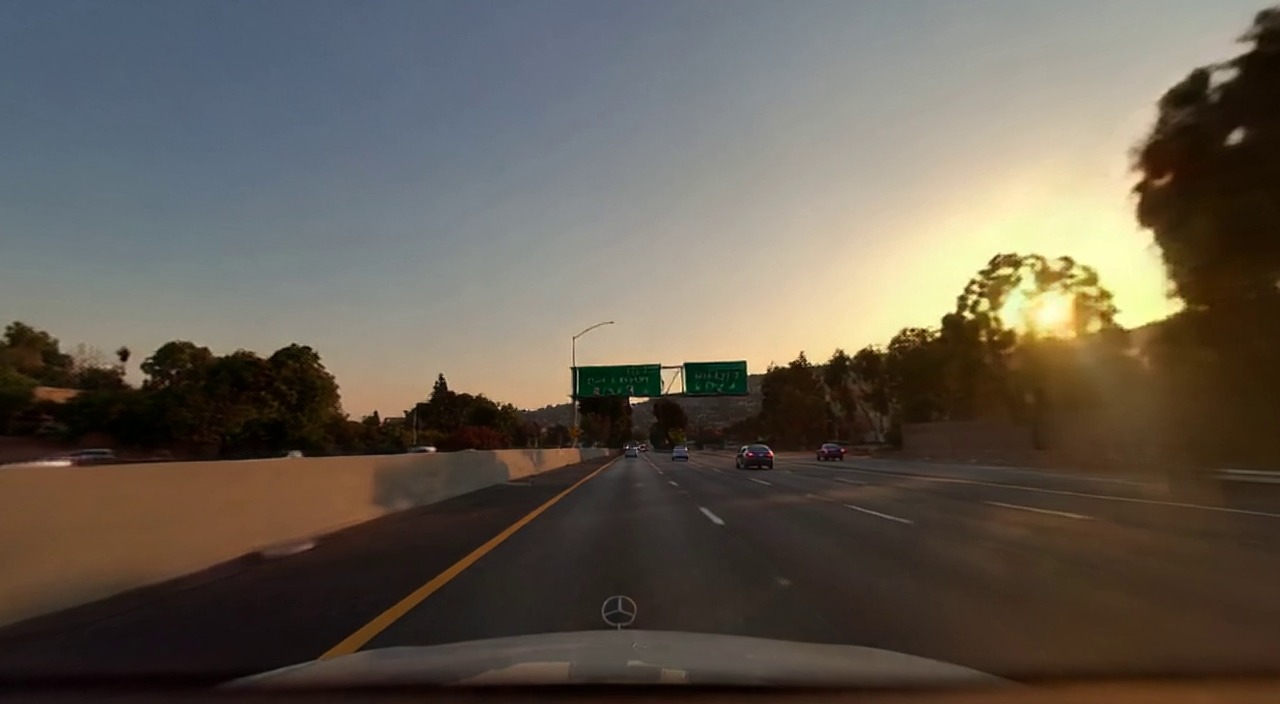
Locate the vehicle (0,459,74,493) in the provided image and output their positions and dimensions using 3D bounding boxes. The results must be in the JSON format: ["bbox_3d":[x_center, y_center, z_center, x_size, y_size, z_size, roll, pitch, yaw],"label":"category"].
[{"bbox_3d":[-33.531,6.583,33.735,2.222,1.647,4.871,0,-9,-4],"label":"vehicle"}]

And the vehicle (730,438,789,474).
[{"bbox_3d":[6.038,5.304,32.434,2.030,1.706,4.279,0,-9,-2],"label":"vehicle"}]
